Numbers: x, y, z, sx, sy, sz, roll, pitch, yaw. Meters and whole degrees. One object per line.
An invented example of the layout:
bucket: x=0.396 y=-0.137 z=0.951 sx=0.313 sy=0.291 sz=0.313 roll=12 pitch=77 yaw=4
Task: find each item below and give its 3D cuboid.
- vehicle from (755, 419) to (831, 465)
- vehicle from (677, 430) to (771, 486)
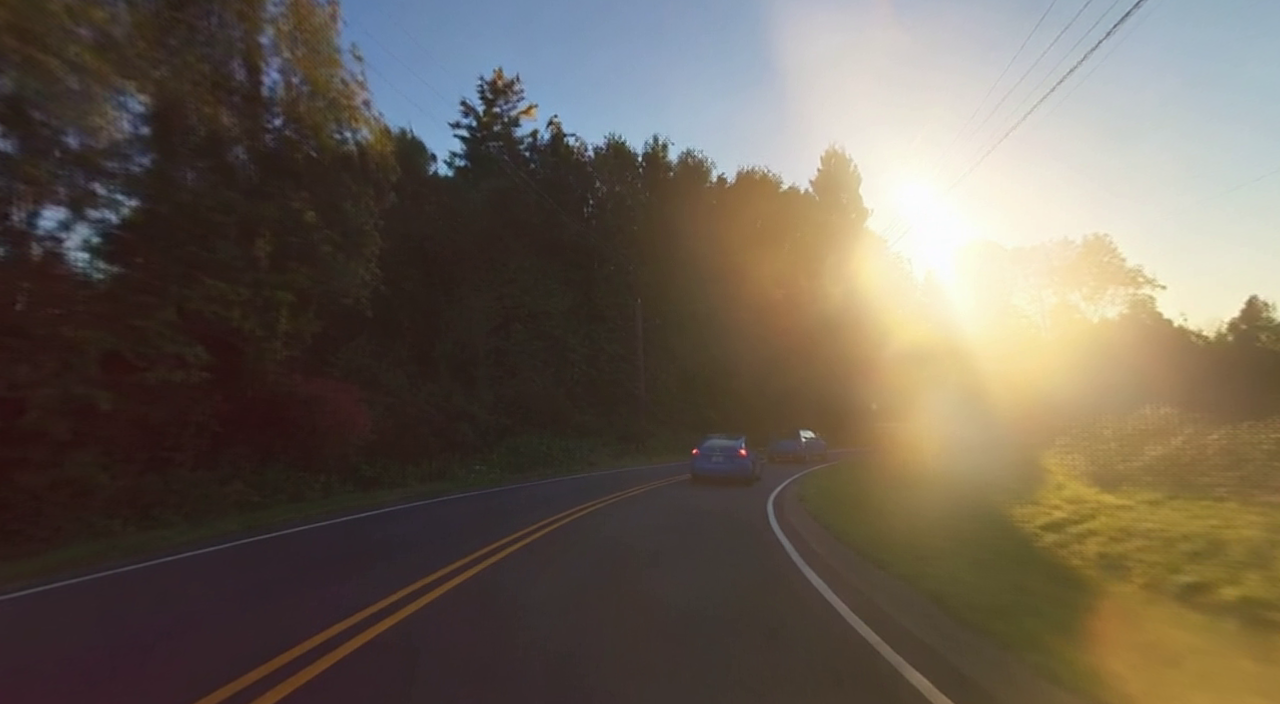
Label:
vehicle: x=8.052 y=4.701 z=32.729 sx=2.376 sy=2.145 sz=5.953 roll=-4 pitch=-10 yaw=27
vehicle: x=2.770 y=3.308 z=19.912 sx=2.157 sy=1.565 sz=4.243 roll=-3 pitch=-9 yaw=18
